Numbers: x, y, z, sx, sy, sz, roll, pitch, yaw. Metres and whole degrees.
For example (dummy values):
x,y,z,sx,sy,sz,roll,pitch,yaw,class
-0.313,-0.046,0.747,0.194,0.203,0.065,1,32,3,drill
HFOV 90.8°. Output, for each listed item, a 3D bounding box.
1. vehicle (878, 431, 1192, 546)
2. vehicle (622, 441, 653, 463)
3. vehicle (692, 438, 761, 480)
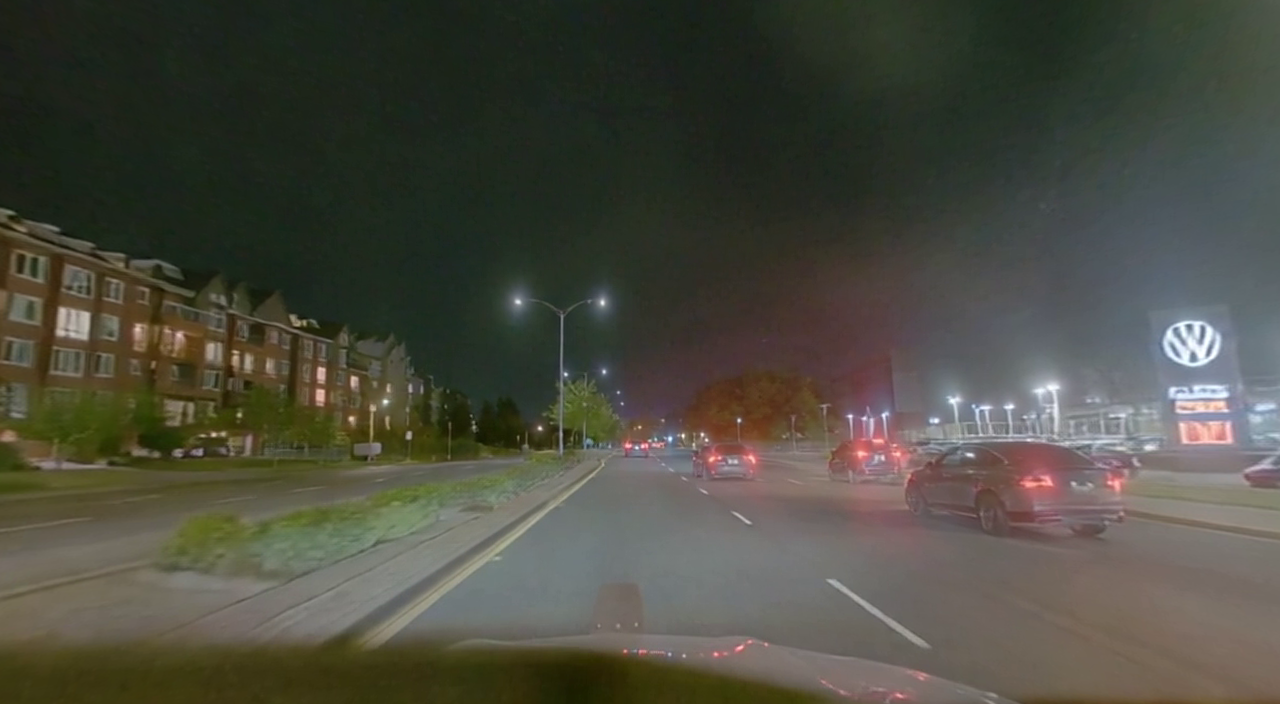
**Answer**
x,y,z,sx,sy,sz,roll,pitch,yaw,class
6.233,2.181,10.879,2.098,1.507,4.655,1,-9,-5,vehicle
-0.244,7.059,44.583,2.095,1.456,3.873,0,-8,-1,vehicle
3.320,4.240,25.266,1.953,1.514,4.672,0,-8,-2,vehicle
